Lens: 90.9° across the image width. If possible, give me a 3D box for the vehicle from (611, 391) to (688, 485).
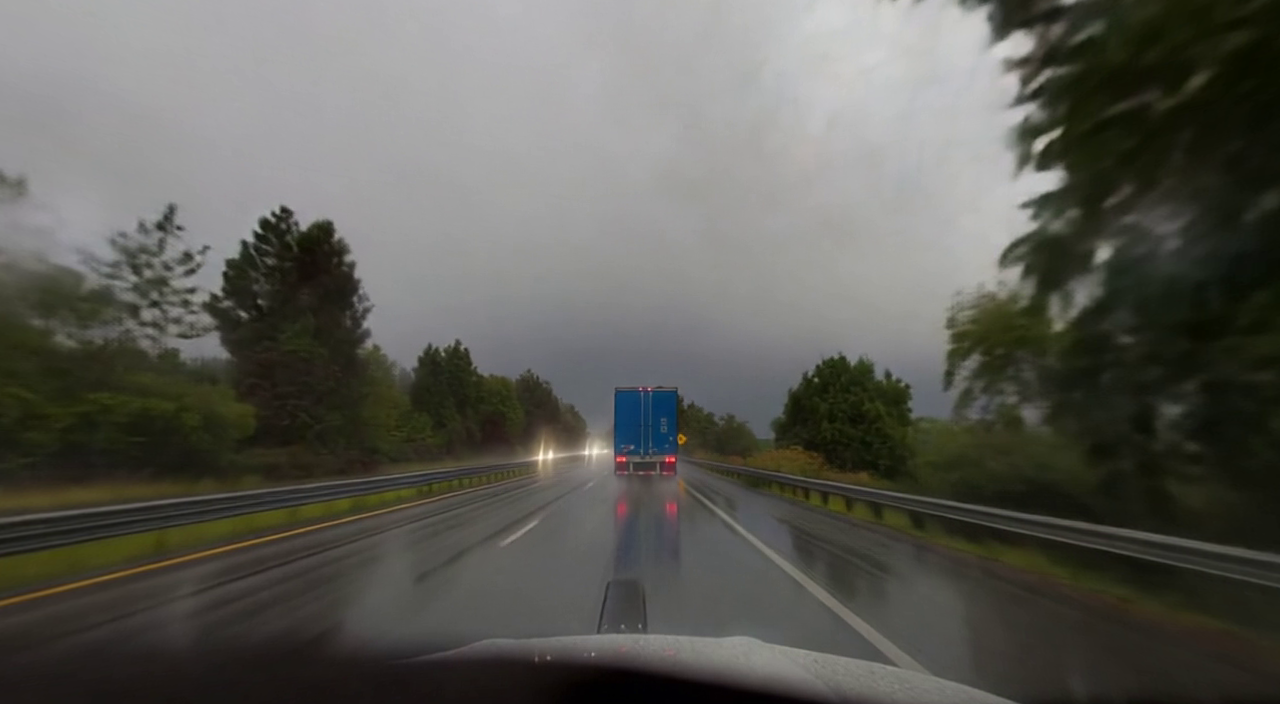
[{"bbox_3d":[0.236,3.903,28.155,2.913,3.530,8.648,0,-9,-2],"label":"vehicle"}]
